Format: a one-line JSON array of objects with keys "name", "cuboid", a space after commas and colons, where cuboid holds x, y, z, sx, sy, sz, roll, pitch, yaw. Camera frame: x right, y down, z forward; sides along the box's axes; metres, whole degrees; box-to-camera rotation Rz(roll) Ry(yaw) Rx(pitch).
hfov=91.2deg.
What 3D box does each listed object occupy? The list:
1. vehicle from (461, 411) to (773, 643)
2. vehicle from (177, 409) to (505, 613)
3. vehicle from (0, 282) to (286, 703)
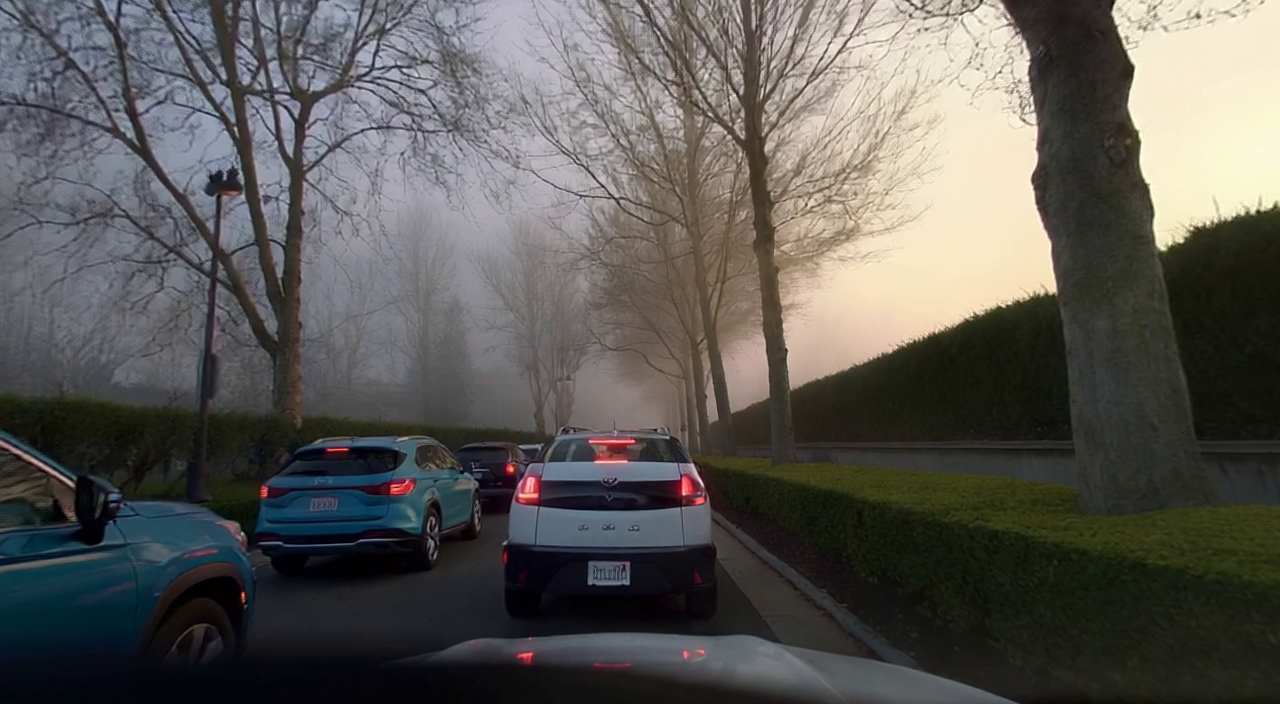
[{"name": "vehicle", "cuboid": [-0.187, 1.527, 6.425, 2.154, 1.581, 4.007, 0, -9, -1]}, {"name": "vehicle", "cuboid": [-3.421, 1.855, 8.322, 2.256, 1.728, 4.421, -6, -8, -2]}, {"name": "vehicle", "cuboid": [-3.292, 0.674, 1.268, 2.205, 1.913, 5.327, -6, -8, -2]}]
